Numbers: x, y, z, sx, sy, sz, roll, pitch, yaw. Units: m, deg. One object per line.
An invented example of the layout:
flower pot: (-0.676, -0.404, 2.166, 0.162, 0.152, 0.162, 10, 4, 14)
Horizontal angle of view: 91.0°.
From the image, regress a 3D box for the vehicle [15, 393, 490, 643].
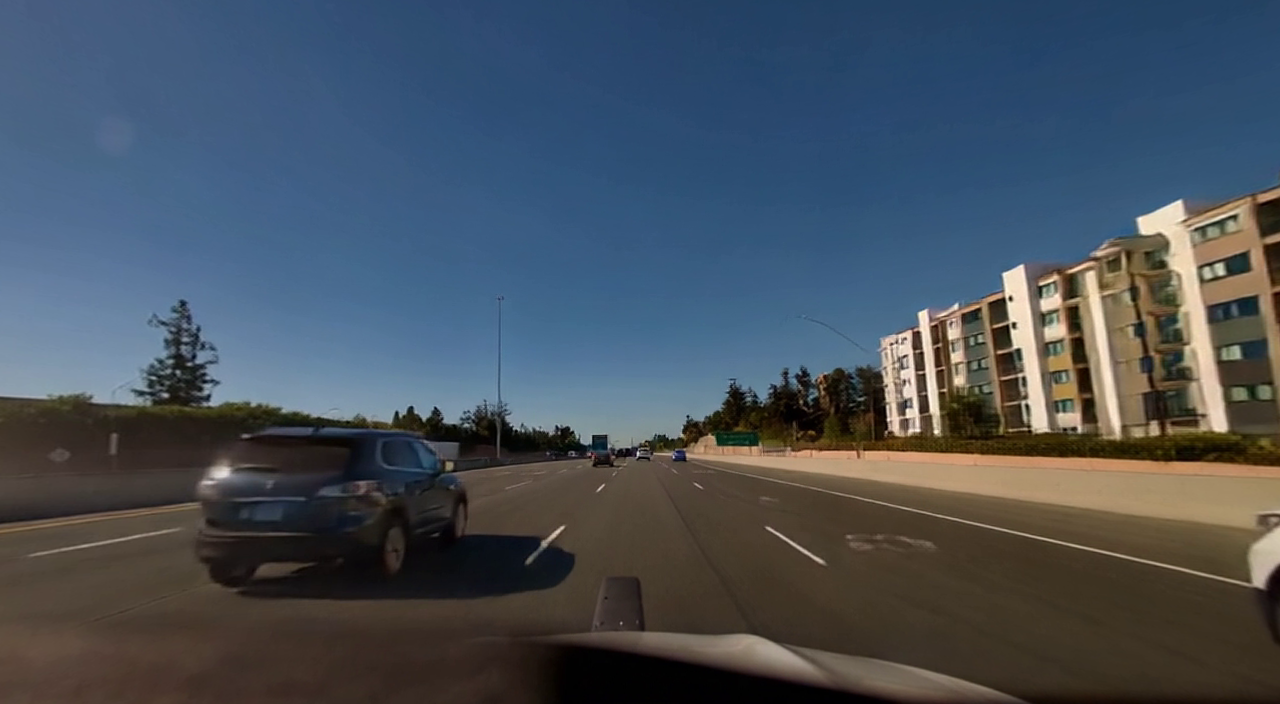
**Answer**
vehicle: (-3.275, 1.519, 6.837, 2.075, 1.721, 4.763, 0, -9, 1)
